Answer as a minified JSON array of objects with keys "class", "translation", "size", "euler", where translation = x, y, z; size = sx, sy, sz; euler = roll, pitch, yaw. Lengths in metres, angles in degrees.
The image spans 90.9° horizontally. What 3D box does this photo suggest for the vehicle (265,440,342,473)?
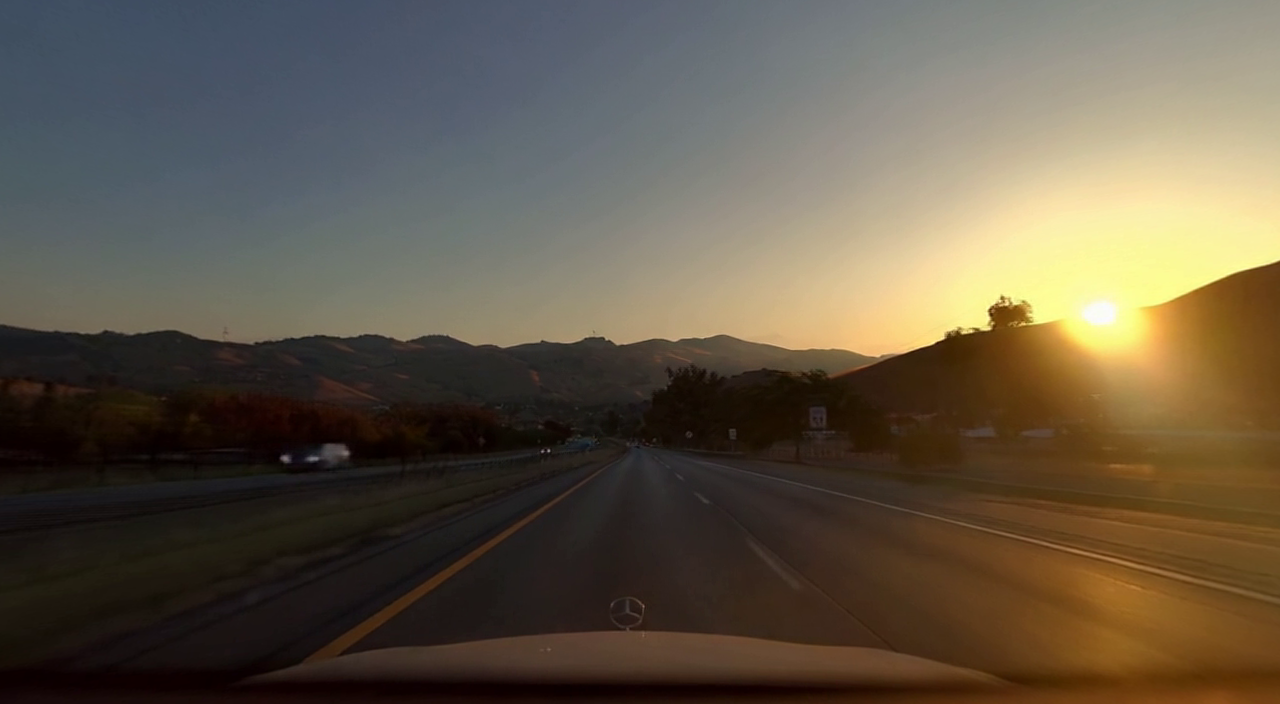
[{"class":"vehicle","translation":[-20.930,6.498,39.502],"size":[2.072,1.890,4.930],"euler":[0,-8,1]}]
